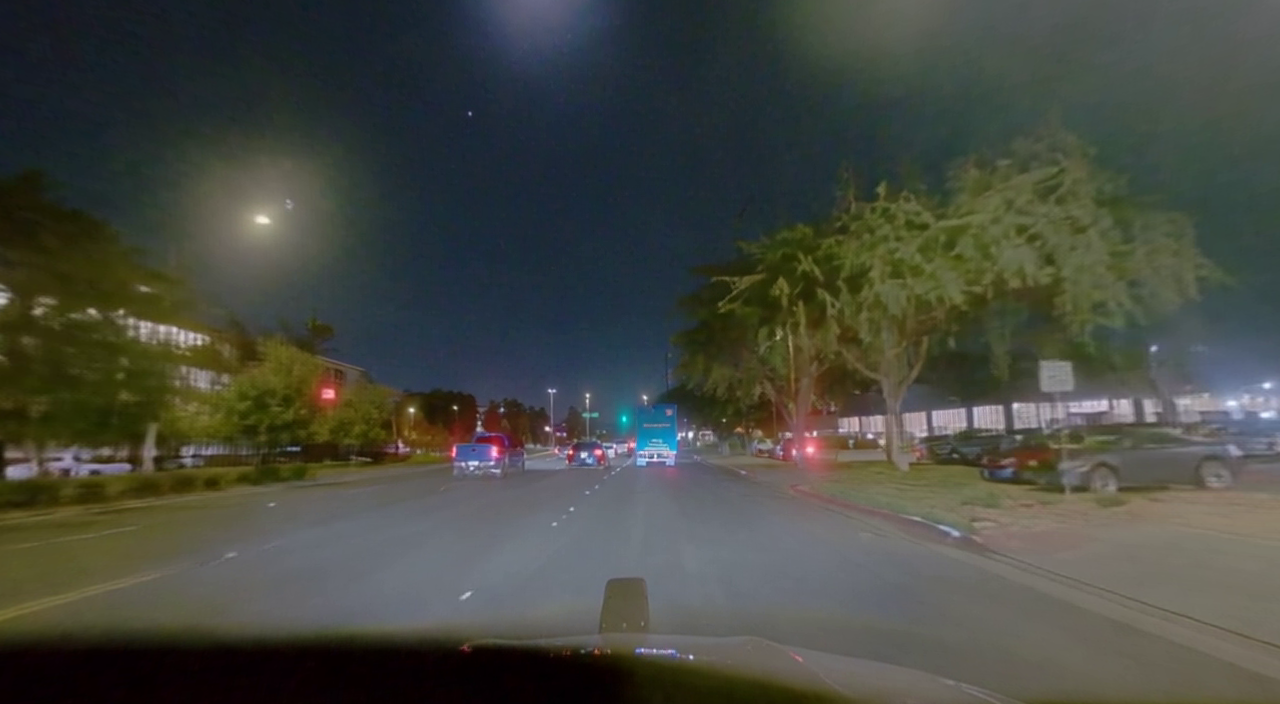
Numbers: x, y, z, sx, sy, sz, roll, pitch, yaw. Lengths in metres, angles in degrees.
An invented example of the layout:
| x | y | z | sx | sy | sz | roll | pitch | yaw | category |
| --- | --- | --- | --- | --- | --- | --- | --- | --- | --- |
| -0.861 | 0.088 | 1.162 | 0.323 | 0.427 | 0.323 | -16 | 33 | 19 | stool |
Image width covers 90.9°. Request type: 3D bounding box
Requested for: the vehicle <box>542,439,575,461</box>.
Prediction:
| x | y | z | sx | sy | sz | roll | pitch | yaw | category |
| --- | --- | --- | --- | --- | --- | --- | --- | --- | --- |
| -6.379 | 7.733 | 49.811 | 1.908 | 1.616 | 4.089 | -1 | -8 | 2 | vehicle |

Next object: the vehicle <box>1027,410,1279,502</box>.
| x | y | z | sx | sy | sz | roll | pitch | yaw | category |
| --- | --- | --- | --- | --- | --- | --- | --- | --- | --- |
| 10.364 | 1.992 | 12.250 | 4.346 | 1.595 | 1.964 | 0 | -8 | 0 | vehicle |

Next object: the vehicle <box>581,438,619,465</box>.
| x | y | z | sx | sy | sz | roll | pitch | yaw | category |
| --- | --- | --- | --- | --- | --- | --- | --- | --- | --- |
| -2.648 | 6.694 | 42.592 | 2.114 | 1.663 | 4.381 | -1 | -8 | 2 | vehicle |

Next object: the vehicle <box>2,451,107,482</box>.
| x | y | z | sx | sy | sz | roll | pitch | yaw | category |
| --- | --- | --- | --- | --- | --- | --- | --- | --- | --- |
| -33.904 | 6.622 | 36.545 | 4.122 | 1.721 | 2.020 | -1 | -8 | 3 | vehicle |

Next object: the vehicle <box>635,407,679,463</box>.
| x | y | z | sx | sy | sz | roll | pitch | yaw | category |
| --- | --- | --- | --- | --- | --- | --- | --- | --- | --- |
| 1.167 | 6.061 | 45.667 | 2.905 | 3.644 | 8.441 | 0 | -8 | 1 | vehicle |

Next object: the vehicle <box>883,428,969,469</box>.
| x | y | z | sx | sy | sz | roll | pitch | yaw | category |
| --- | --- | --- | --- | --- | --- | --- | --- | --- | --- |
| 12.582 | 4.277 | 28.071 | 1.880 | 1.642 | 4.523 | -1 | -8 | 2 | vehicle |

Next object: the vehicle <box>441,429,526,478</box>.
| x | y | z | sx | sy | sz | roll | pitch | yaw | category |
| --- | --- | --- | --- | --- | --- | --- | --- | --- | --- |
| -6.592 | 4.342 | 27.228 | 2.149 | 1.893 | 5.187 | -1 | -8 | 2 | vehicle |

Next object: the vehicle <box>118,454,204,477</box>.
| x | y | z | sx | sy | sz | roll | pitch | yaw | category |
| --- | --- | --- | --- | --- | --- | --- | --- | --- | --- |
| -33.659 | 7.964 | 44.334 | 4.409 | 1.480 | 2.092 | -1 | -8 | 3 | vehicle |
